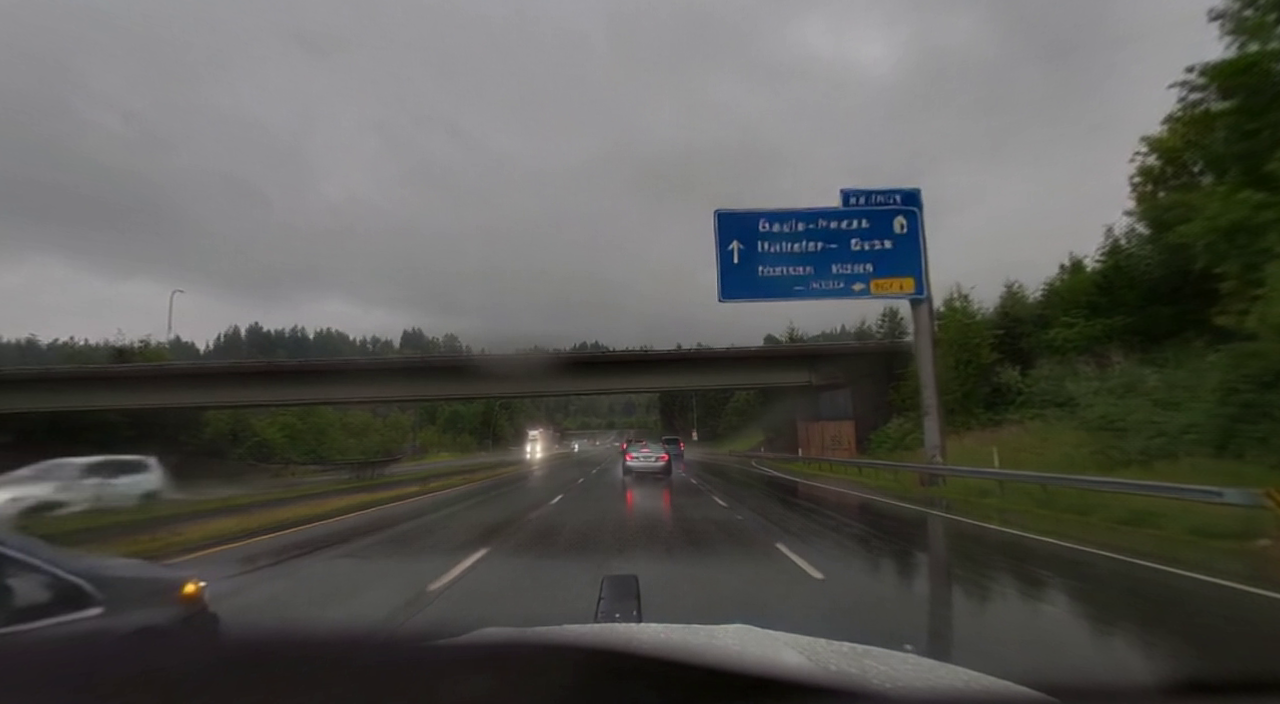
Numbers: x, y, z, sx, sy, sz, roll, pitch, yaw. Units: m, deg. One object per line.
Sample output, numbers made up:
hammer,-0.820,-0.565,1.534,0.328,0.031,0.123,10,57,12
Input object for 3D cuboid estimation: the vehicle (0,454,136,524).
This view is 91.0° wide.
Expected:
vehicle,-14.974,3.254,15.210,1.876,1.450,4.551,0,-8,-1

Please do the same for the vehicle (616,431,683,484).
vehicle,0.220,3.634,21.942,2.092,1.636,4.024,0,-8,-2
